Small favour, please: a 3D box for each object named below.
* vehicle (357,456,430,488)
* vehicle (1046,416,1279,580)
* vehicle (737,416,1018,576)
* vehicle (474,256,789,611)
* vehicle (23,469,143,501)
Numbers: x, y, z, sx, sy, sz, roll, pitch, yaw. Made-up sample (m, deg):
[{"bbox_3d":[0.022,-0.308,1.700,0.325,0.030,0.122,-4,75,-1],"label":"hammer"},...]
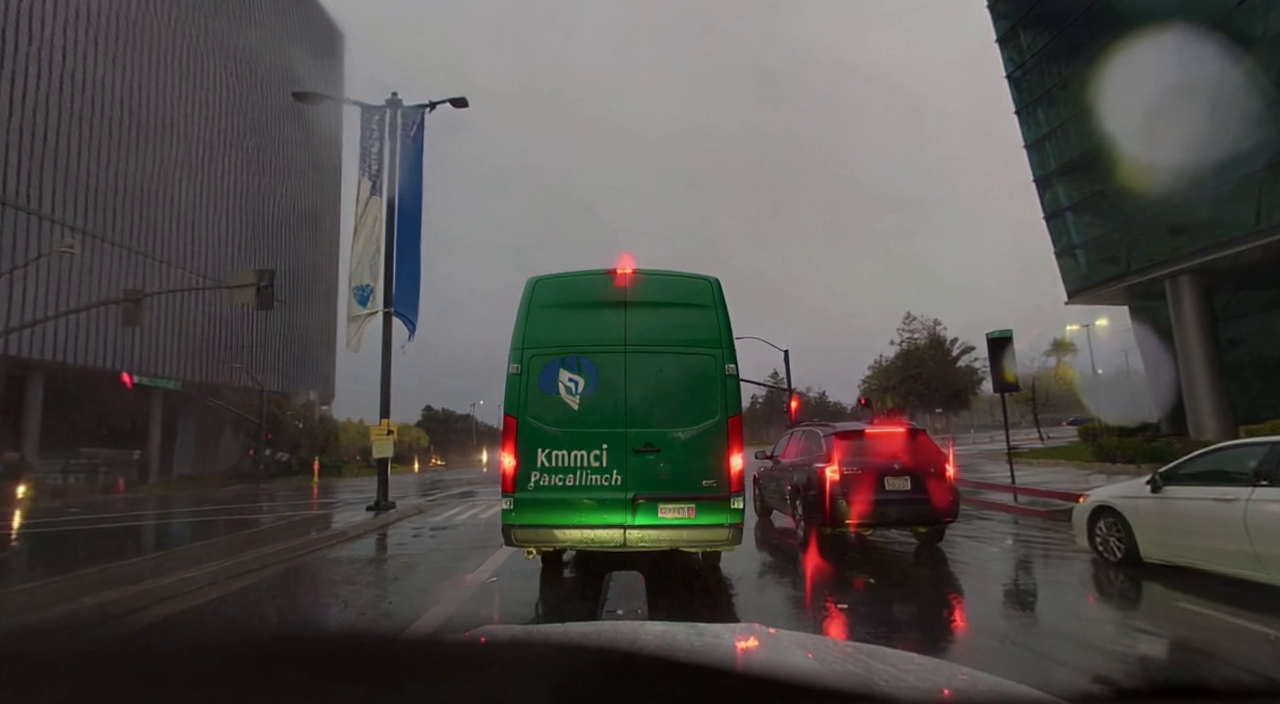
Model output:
[{"bbox_3d":[-15.701,7.626,40.474,1.997,1.806,4.630,-2,-9,14],"label":"vehicle"},{"bbox_3d":[7.510,1.577,7.021,1.963,1.669,4.678,3,-9,-20],"label":"vehicle"},{"bbox_3d":[2.879,1.865,9.043,2.183,1.676,4.506,0,-8,-1],"label":"vehicle"},{"bbox_3d":[-0.023,1.182,9.085,2.613,3.035,7.342,0,-8,1],"label":"vehicle"},{"bbox_3d":[-31.103,7.434,35.398,4.806,1.652,1.869,0,-8,-2],"label":"vehicle"}]
